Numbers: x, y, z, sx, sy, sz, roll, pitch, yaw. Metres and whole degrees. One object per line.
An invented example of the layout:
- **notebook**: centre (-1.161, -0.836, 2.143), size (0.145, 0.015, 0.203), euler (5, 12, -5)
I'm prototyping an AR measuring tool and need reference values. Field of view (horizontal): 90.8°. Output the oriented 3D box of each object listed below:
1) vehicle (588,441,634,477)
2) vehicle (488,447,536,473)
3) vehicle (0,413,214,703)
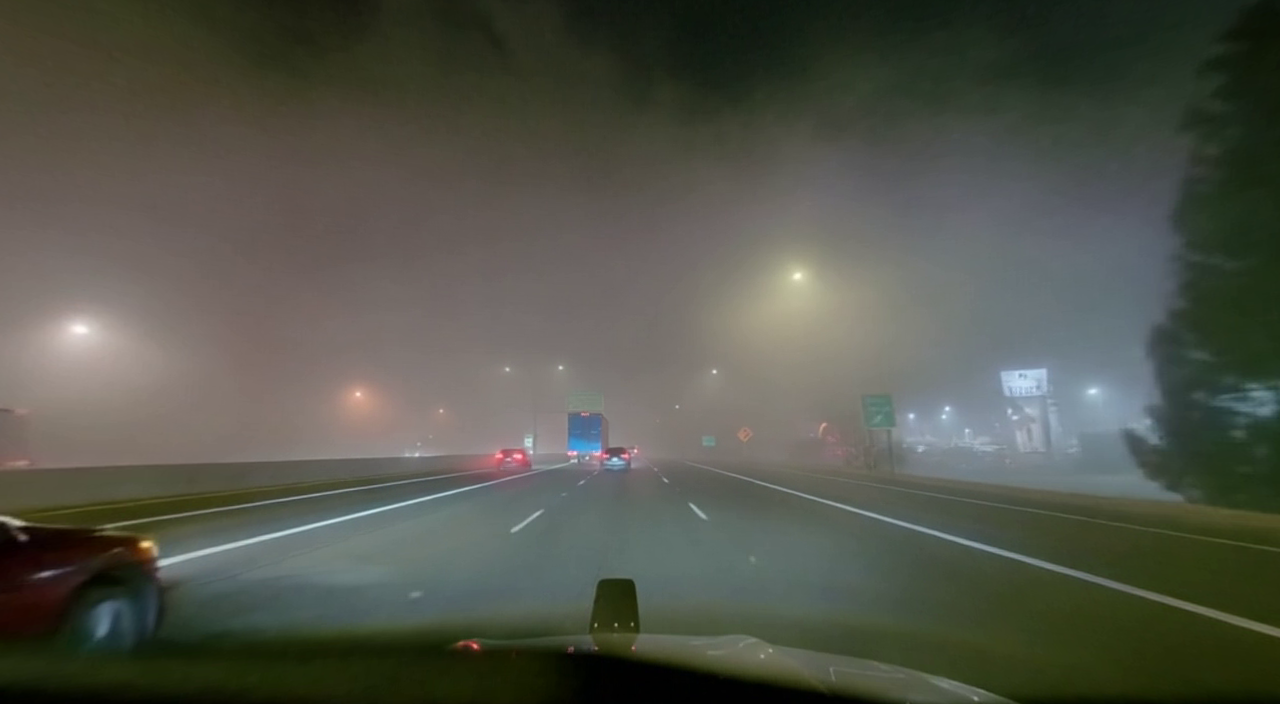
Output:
- **vehicle**: centre (-1.378, 5.326, 31.717), size (2.033, 1.669, 4.112), euler (0, -9, 1)
- **vehicle**: centre (-7.675, 6.502, 38.319), size (2.026, 1.477, 4.467), euler (0, -9, 0)
- **vehicle**: centre (-3.786, 0.893, 1.859), size (1.997, 1.507, 4.391), euler (0, -9, 0)
